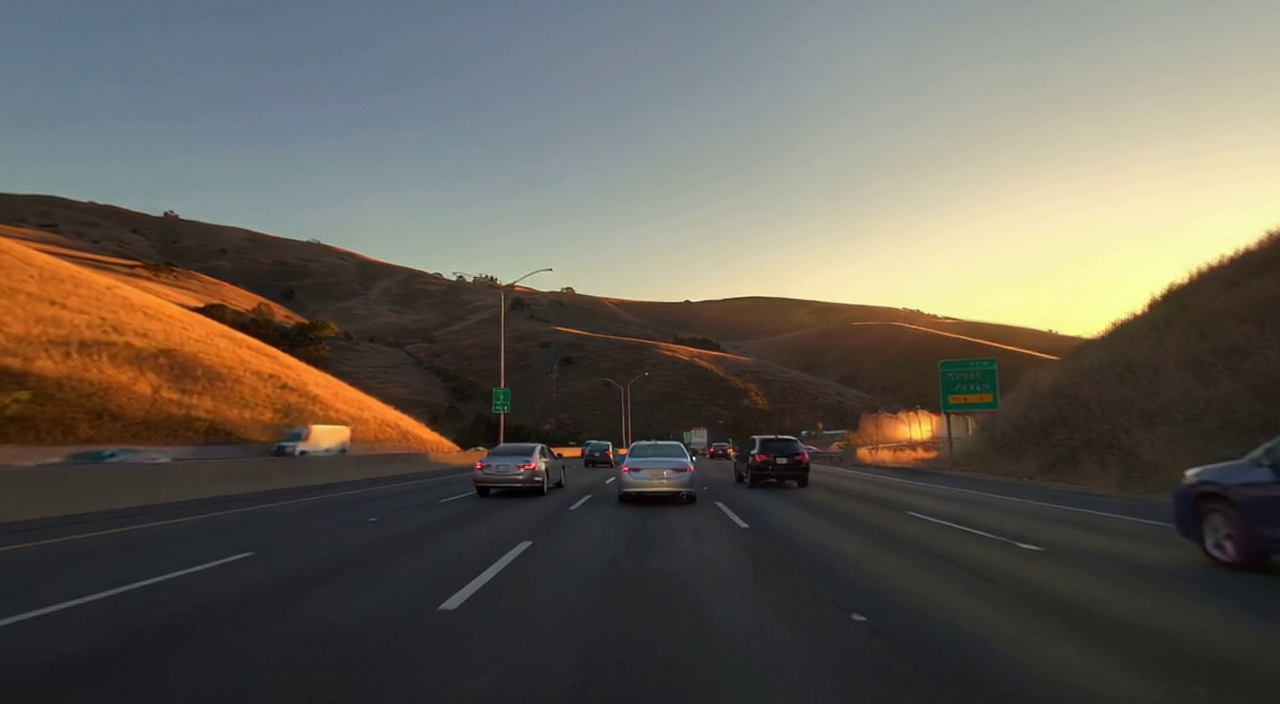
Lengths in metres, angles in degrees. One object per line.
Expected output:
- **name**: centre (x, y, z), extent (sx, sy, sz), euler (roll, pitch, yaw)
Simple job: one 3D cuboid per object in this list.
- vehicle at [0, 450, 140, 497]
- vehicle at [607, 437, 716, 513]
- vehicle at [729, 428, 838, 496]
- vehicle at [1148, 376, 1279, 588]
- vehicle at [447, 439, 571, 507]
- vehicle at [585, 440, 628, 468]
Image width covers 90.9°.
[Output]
- **vehicle**: centre (-20.136, 4.166, 22.027), extent (1.790, 1.461, 4.165), euler (-1, -8, 2)
- **vehicle**: centre (0.454, 2.644, 14.018), extent (2.072, 1.431, 3.904), euler (-1, -8, 2)
- **vehicle**: centre (3.971, 3.140, 18.372), extent (2.083, 1.693, 4.740), euler (0, -8, 1)
- **vehicle**: centre (6.692, 0.969, 4.414), extent (2.210, 1.831, 4.843), euler (0, -8, 0)
- **vehicle**: centre (-3.068, 2.932, 15.811), extent (2.017, 1.446, 4.384), euler (-1, -8, 2)
- **vehicle**: centre (-1.976, 6.152, 38.196), extent (2.034, 1.572, 4.444), euler (-1, -8, 4)
